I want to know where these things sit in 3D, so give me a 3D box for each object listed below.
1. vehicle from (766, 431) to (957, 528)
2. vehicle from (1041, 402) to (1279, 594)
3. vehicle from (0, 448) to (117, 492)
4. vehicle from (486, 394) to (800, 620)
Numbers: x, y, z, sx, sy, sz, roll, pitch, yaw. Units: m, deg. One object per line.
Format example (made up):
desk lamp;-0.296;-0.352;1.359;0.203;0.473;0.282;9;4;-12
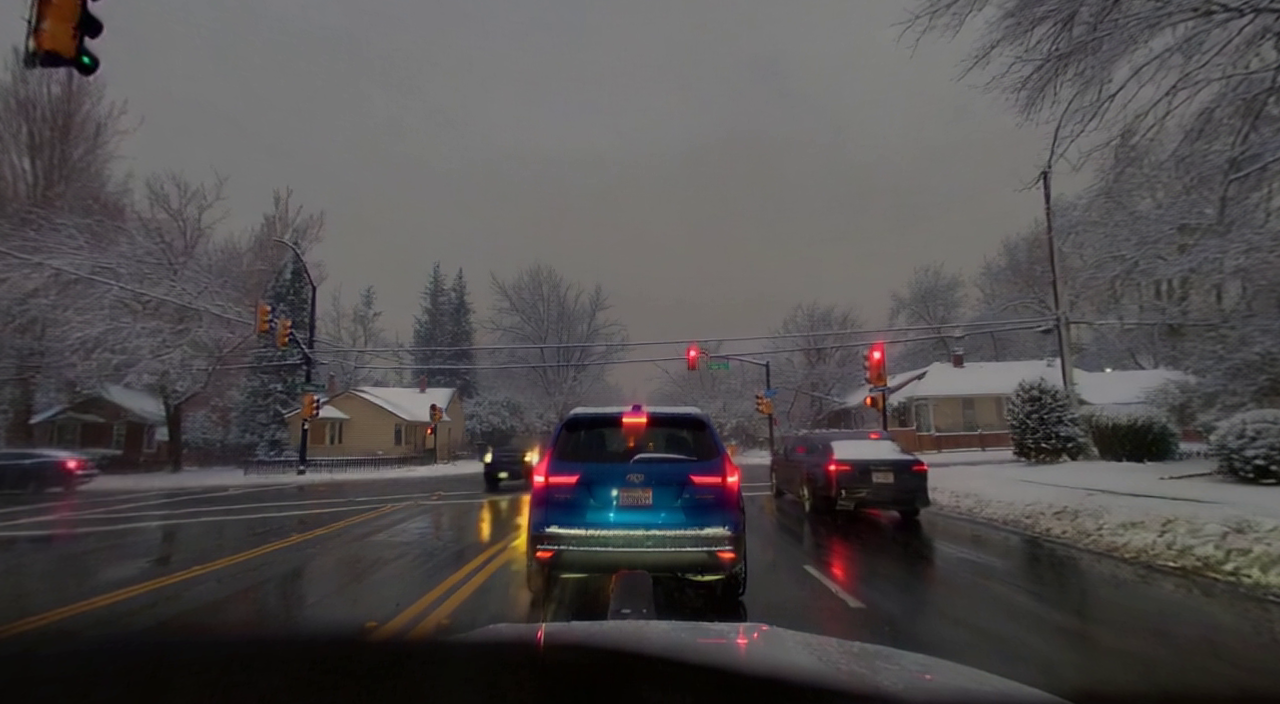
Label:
vehicle;3.979;2.370;12.389;2.077;1.527;4.755;0;-8;1
vehicle;7.028;1.535;7.044;1.989;1.791;4.735;0;-8;1
vehicle;-22.057;4.197;22.542;4.723;1.486;1.800;4;-9;-25
vehicle;0.053;1.469;6.938;2.322;1.667;4.367;0;-8;1
